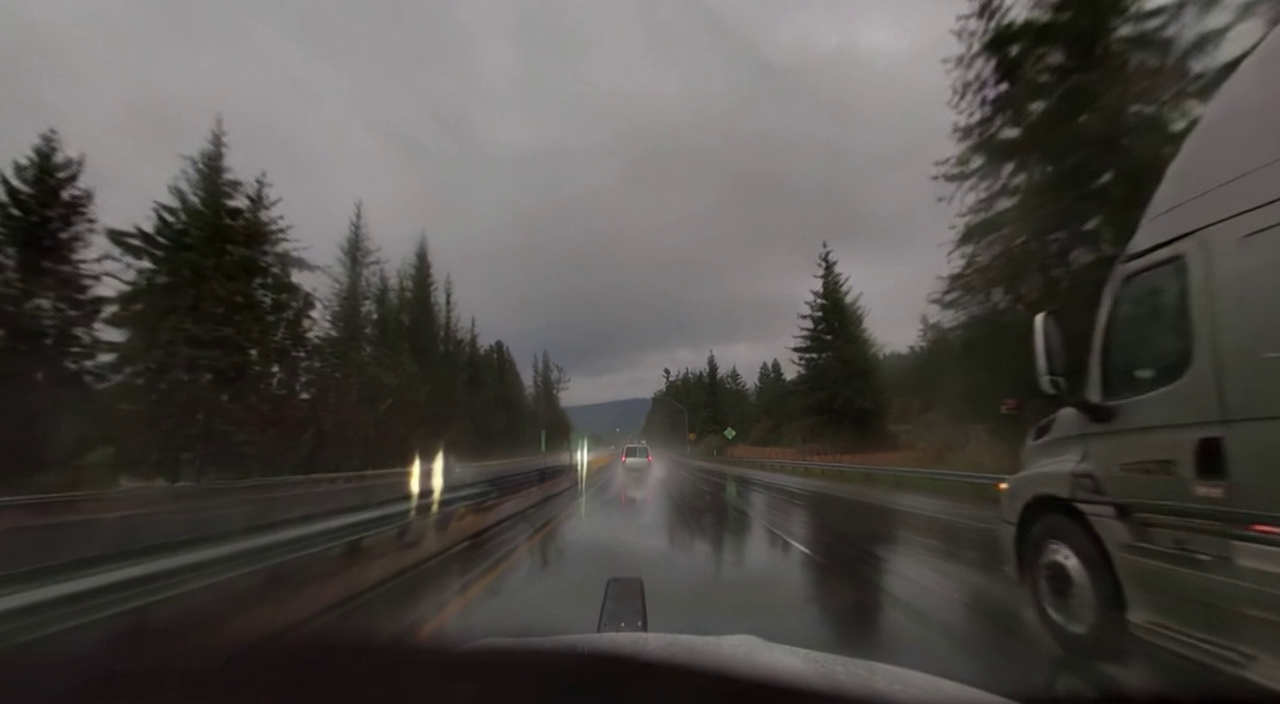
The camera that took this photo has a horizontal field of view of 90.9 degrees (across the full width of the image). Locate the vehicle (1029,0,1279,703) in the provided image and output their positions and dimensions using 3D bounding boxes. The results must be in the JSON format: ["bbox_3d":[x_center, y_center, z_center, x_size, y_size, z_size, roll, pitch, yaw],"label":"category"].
[{"bbox_3d":[4.199,-0.369,1.279,2.945,3.903,5.826,0,-9,1],"label":"vehicle"}]

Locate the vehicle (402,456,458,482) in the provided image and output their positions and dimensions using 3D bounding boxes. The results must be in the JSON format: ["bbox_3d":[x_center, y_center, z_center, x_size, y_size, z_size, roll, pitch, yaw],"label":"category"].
[{"bbox_3d":[-12.781,7.142,38.622,1.954,1.466,4.106,0,-9,0],"label":"vehicle"}]

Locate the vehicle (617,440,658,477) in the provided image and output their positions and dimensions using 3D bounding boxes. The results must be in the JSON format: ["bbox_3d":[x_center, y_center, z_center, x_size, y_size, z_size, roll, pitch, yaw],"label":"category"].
[{"bbox_3d":[-0.146,5.878,34.905,2.105,1.865,4.102,0,-9,0],"label":"vehicle"}]
